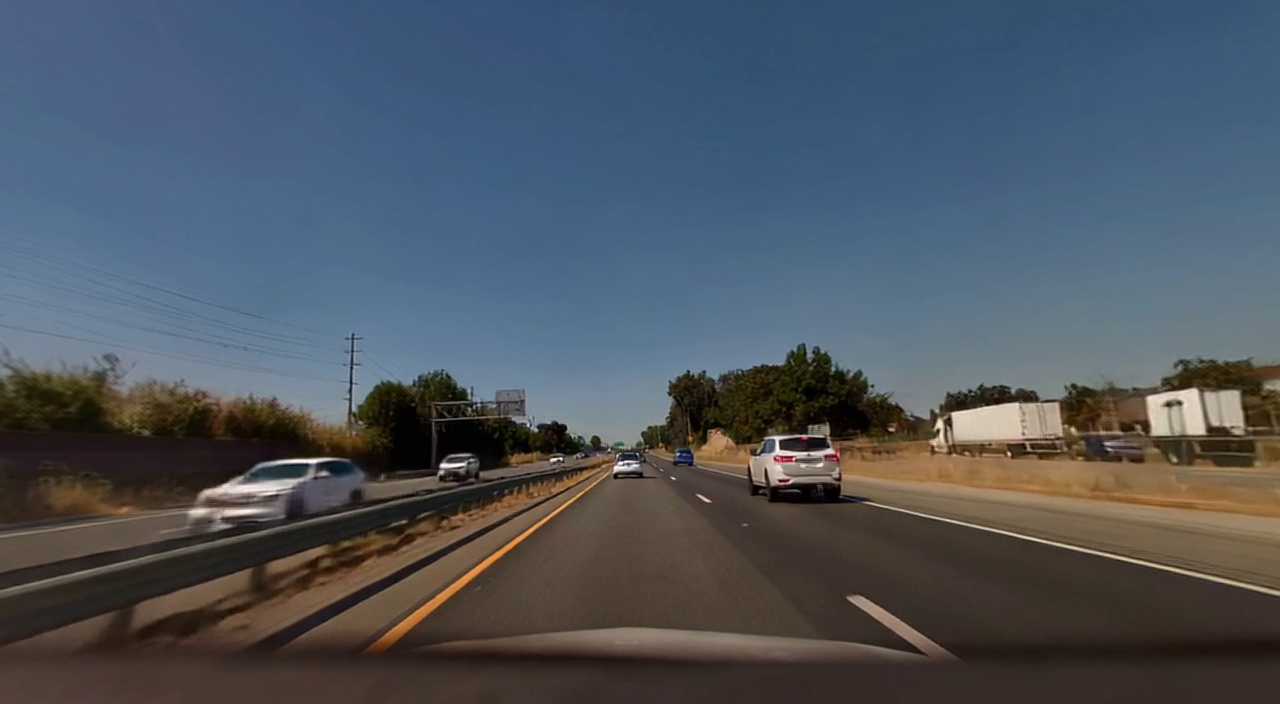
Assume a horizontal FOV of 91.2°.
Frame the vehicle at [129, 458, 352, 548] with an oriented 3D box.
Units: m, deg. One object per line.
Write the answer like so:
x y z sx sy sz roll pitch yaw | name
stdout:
-8.214 3.096 13.505 1.896 1.519 4.372 0 -9 0 | vehicle

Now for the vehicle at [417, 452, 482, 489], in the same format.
-9.863 6.132 32.835 1.992 1.759 4.557 0 -9 0 | vehicle

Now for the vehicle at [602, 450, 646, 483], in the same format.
-0.770 5.660 31.232 2.029 1.483 3.769 0 -9 -1 | vehicle

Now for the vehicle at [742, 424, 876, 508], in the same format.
4.389 3.064 17.247 2.261 1.952 4.784 0 -9 -1 | vehicle

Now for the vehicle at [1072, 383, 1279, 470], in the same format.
27.263 4.030 32.469 2.971 3.746 10.126 -1 -9 4 | vehicle
